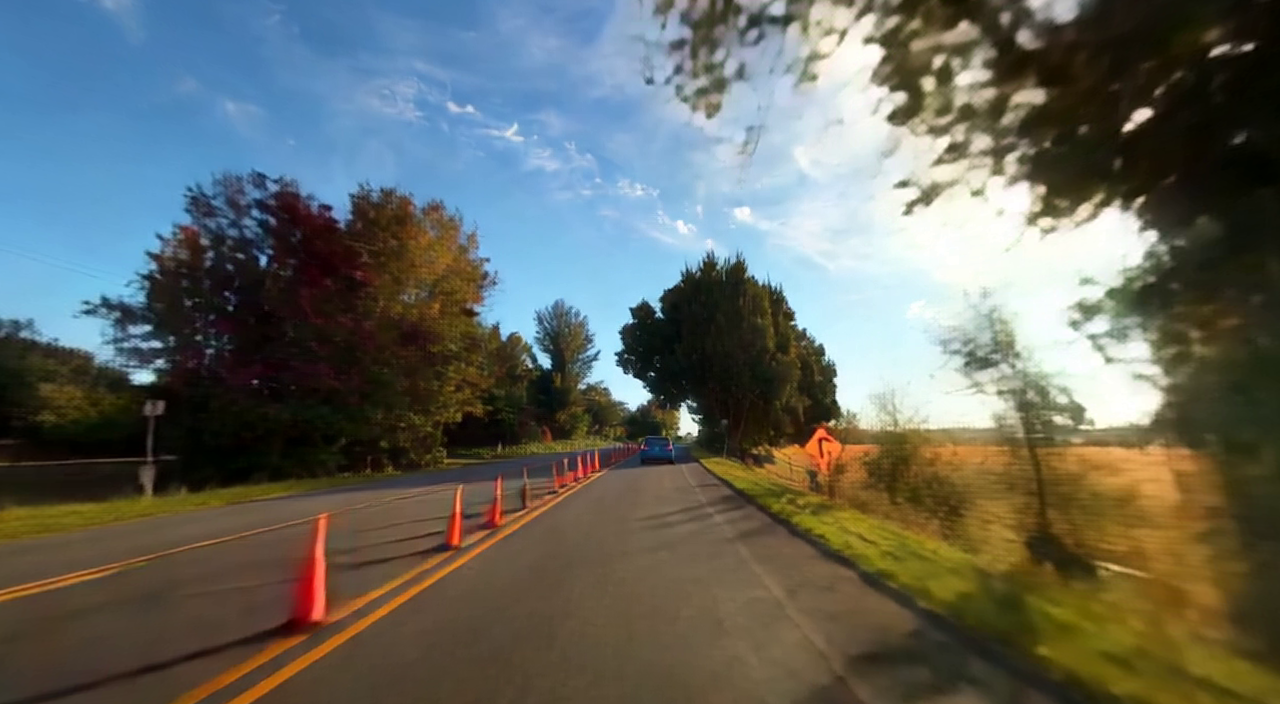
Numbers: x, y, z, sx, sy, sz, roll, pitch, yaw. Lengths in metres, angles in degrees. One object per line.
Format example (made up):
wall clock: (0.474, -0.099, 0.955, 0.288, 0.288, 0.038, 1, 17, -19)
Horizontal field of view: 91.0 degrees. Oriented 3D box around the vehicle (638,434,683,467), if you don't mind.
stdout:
vehicle: (0.994, 4.749, 30.593, 2.042, 1.489, 3.963, -1, -8, 2)
